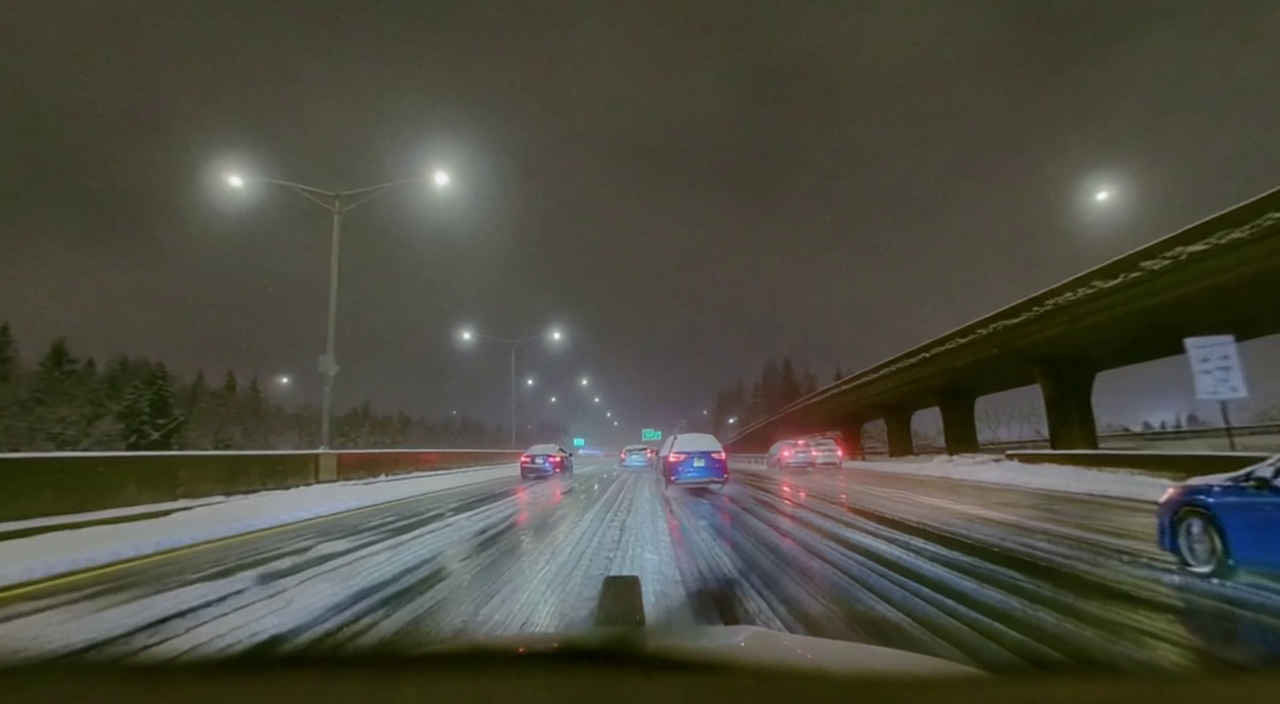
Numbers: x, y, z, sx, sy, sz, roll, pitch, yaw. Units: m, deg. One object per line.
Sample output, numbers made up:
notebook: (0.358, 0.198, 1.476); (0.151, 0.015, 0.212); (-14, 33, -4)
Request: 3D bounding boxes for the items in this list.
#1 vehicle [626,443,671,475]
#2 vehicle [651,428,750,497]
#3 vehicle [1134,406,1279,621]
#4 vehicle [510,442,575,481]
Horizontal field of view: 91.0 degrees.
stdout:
vehicle: (0.385, 5.278, 31.300); (2.089, 1.493, 3.964); (0, -9, 0)
vehicle: (1.587, 3.131, 18.163); (2.202, 1.748, 4.158); (1, -9, -4)
vehicle: (6.030, 1.136, 4.065); (2.055, 1.656, 4.370); (0, -9, -1)
vehicle: (-4.024, 4.593, 26.684); (2.031, 1.491, 4.145); (0, -9, 1)
